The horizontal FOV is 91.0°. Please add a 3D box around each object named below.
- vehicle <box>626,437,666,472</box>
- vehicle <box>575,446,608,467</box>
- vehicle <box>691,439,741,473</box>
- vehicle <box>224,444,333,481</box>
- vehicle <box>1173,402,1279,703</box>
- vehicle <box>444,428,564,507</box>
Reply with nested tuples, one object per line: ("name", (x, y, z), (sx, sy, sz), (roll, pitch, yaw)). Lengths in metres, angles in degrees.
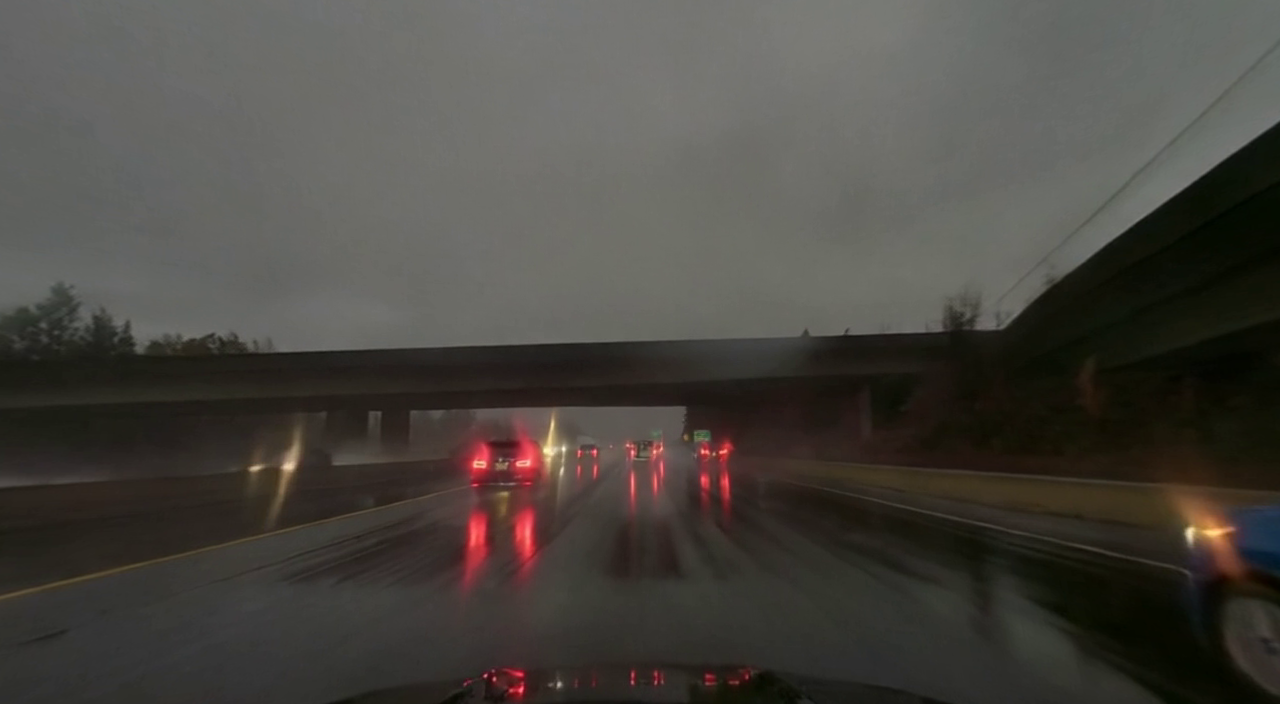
("vehicle", (0.312, 5.948, 36.808), (2.155, 1.909, 4.529), (0, -9, 0))
("vehicle", (-3.496, 7.624, 46.036), (1.994, 1.475, 4.171), (0, -9, 0))
("vehicle", (4.301, 5.996, 36.515), (2.231, 1.807, 4.588), (0, -9, -1))
("vehicle", (-19.090, 5.831, 33.679), (2.259, 1.785, 5.582), (0, -9, 3))
("vehicle", (4.123, 0.827, 1.734), (1.959, 1.554, 3.795), (0, -9, 1))
("vehicle", (-3.321, 2.928, 16.442), (2.089, 1.751, 4.515), (0, -9, 0))
